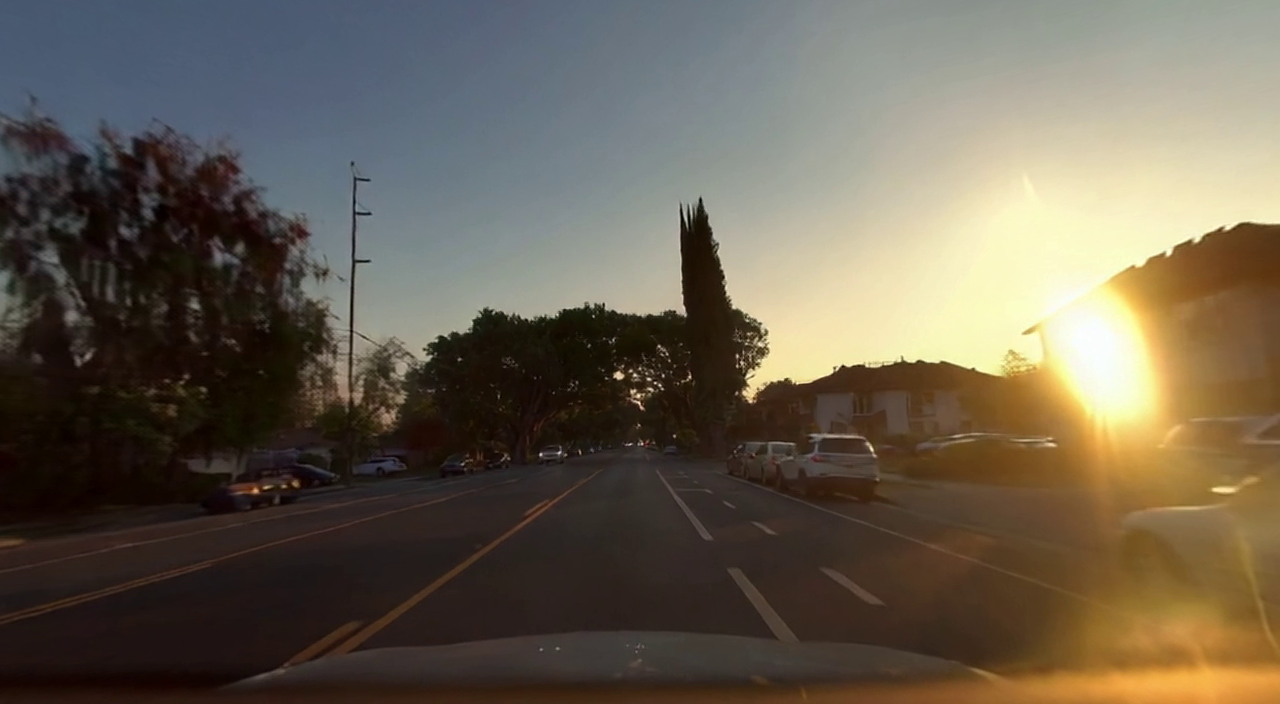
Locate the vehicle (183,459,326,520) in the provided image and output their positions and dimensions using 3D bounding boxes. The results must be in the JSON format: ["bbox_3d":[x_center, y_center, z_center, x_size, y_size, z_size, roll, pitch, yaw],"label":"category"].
[{"bbox_3d":[-12.579,4.460,20.988,1.972,1.475,4.503,-6,-9,-1],"label":"vehicle"}]

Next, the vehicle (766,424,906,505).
[{"bbox_3d":[4.626,2.746,15.787,1.919,1.698,4.747,0,-9,0],"label":"vehicle"}]

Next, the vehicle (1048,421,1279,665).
[{"bbox_3d":[4.917,1.113,3.531,2.031,1.473,4.784,0,-9,-1],"label":"vehicle"}]

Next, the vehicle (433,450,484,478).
[{"bbox_3d":[-12.804,7.913,44.917,2.128,1.768,5.306,0,-9,0],"label":"vehicle"}]
